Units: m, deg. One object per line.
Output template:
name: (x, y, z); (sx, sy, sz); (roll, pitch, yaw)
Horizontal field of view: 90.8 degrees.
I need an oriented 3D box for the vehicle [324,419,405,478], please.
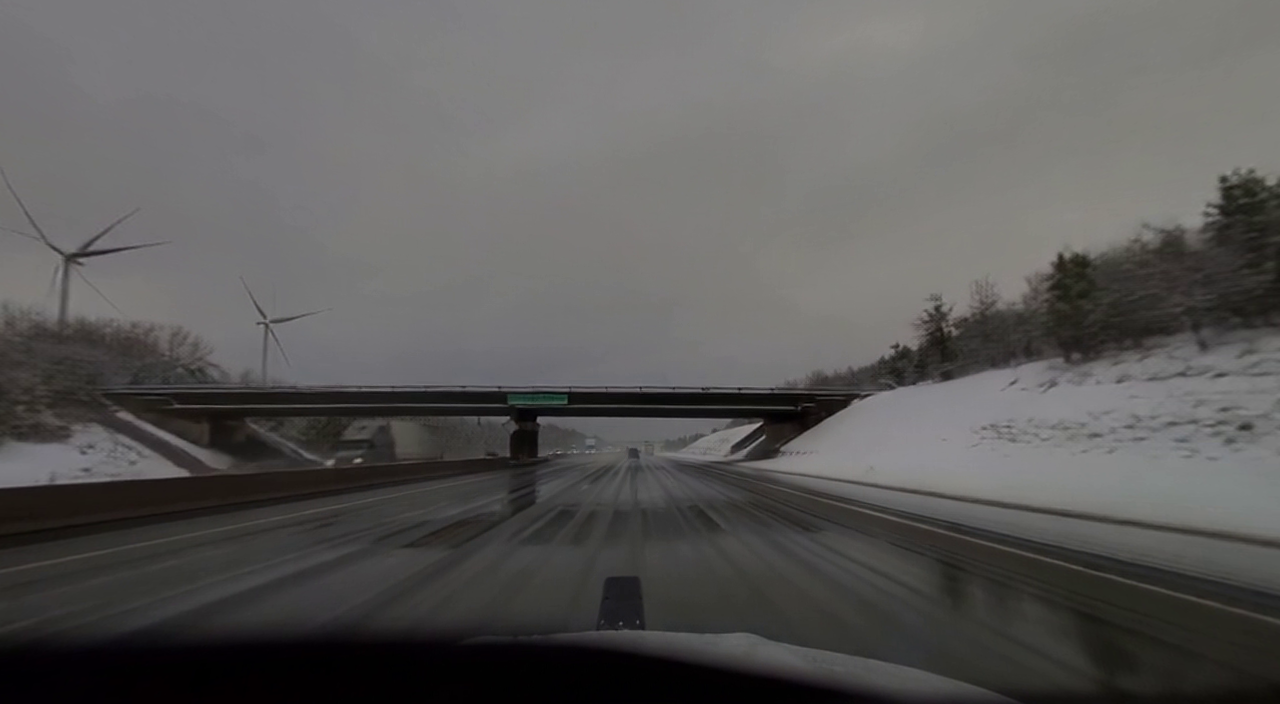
vehicle: (-19.487, 6.881, 45.071); (2.977, 3.872, 6.035); (0, -9, -1)
